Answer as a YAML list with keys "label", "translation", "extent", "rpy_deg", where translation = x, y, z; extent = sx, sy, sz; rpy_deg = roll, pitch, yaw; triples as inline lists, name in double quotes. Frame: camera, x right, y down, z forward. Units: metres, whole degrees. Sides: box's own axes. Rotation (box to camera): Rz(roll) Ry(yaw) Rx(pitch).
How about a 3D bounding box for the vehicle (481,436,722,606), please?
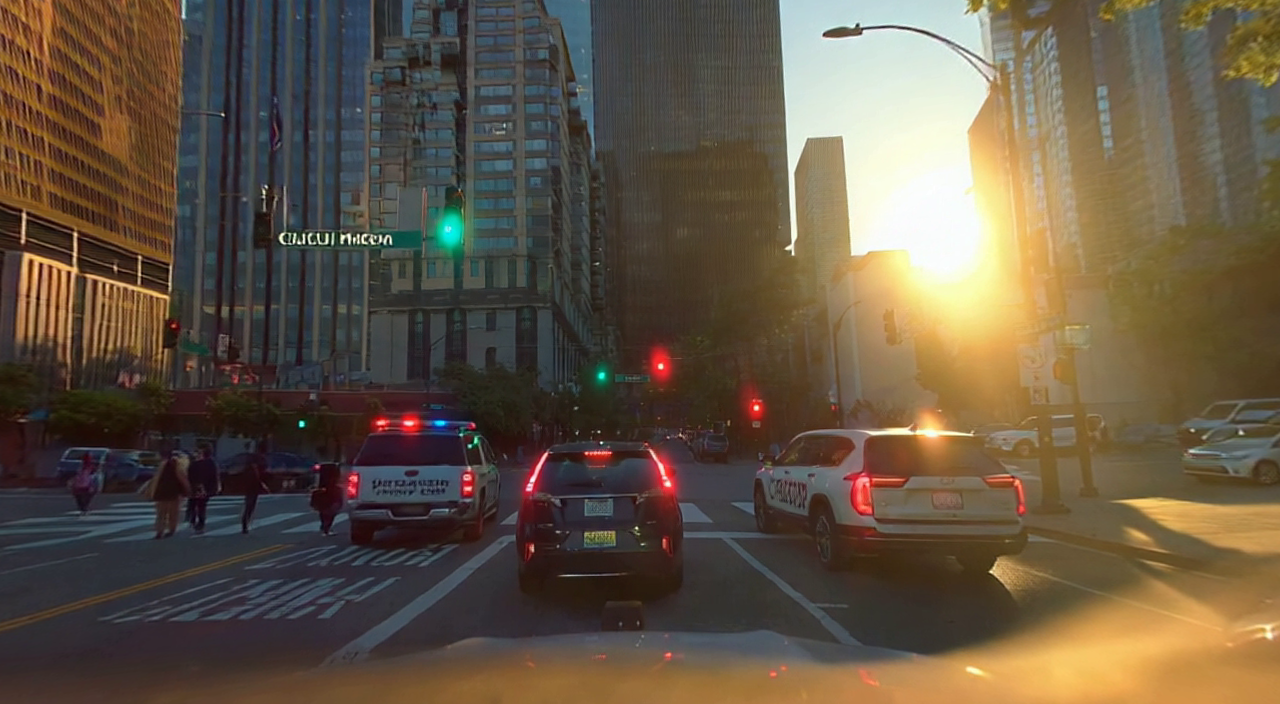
- label: "vehicle"
  translation: [-0.356, 1.784, 7.642]
  extent: [2.092, 1.454, 4.132]
  rpy_deg: [0, -8, -1]

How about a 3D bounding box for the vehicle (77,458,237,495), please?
- label: "vehicle"
  translation: [-20.284, 5.242, 26.692]
  extent: [5.153, 1.449, 1.966]
  rpy_deg: [0, -8, 0]

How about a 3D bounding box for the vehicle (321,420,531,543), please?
- label: "vehicle"
  translation: [-3.697, 2.351, 12.252]
  extent: [2.190, 1.840, 5.272]
  rpy_deg: [0, -8, 1]

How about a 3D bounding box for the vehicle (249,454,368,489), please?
- label: "vehicle"
  translation: [-15.240, 5.456, 29.120]
  extent: [4.673, 1.478, 2.114]
  rpy_deg: [-3, -9, 18]

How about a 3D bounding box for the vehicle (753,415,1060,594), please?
- label: "vehicle"
  translation: [3.043, 1.846, 8.626]
  extent: [2.072, 1.735, 4.759]
  rpy_deg: [0, -8, 0]

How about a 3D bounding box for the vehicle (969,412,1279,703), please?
- label: "vehicle"
  translation: [2.737, 0.805, 1.112]
  extent: [1.902, 1.454, 4.540]
  rpy_deg: [0, -8, 1]
